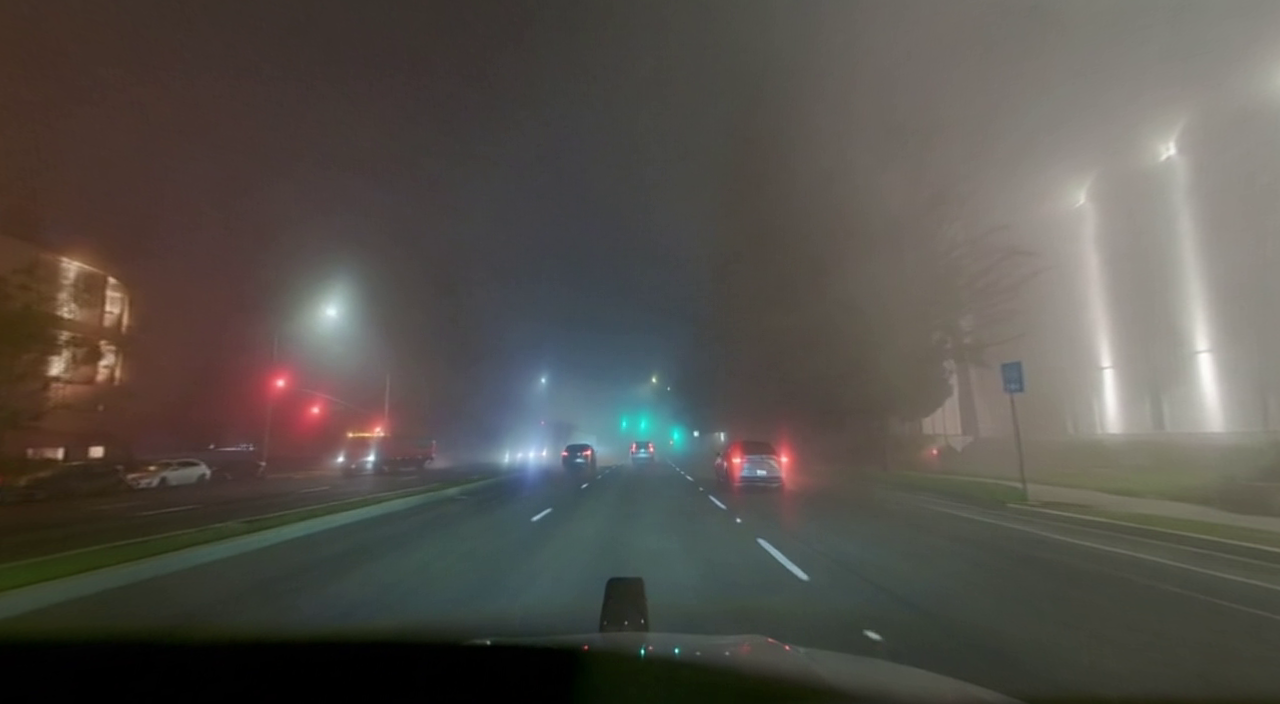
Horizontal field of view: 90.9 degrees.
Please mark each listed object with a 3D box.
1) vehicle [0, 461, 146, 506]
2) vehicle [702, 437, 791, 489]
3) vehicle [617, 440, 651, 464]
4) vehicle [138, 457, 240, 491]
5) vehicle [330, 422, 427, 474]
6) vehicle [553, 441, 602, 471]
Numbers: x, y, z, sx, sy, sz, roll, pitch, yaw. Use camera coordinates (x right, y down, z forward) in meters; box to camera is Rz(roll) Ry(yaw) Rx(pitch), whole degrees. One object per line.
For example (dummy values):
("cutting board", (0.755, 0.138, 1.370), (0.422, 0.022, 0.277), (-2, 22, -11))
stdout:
("vehicle", (-22.622, 5.179, 25.222), (1.801, 1.467, 4.723), (0, -8, 0))
("vehicle", (3.314, 3.536, 20.500), (1.990, 1.486, 4.431), (0, -8, -2))
("vehicle", (-0.376, 6.472, 40.855), (2.101, 1.480, 3.929), (0, -8, 0))
("vehicle", (-22.562, 6.099, 31.775), (1.871, 1.471, 4.482), (0, -8, 0))
("vehicle", (-19.001, 7.061, 46.630), (2.995, 3.396, 9.534), (0, -8, 0))
("vehicle", (-3.182, 5.420, 33.163), (2.082, 1.467, 4.379), (0, -8, 1))
